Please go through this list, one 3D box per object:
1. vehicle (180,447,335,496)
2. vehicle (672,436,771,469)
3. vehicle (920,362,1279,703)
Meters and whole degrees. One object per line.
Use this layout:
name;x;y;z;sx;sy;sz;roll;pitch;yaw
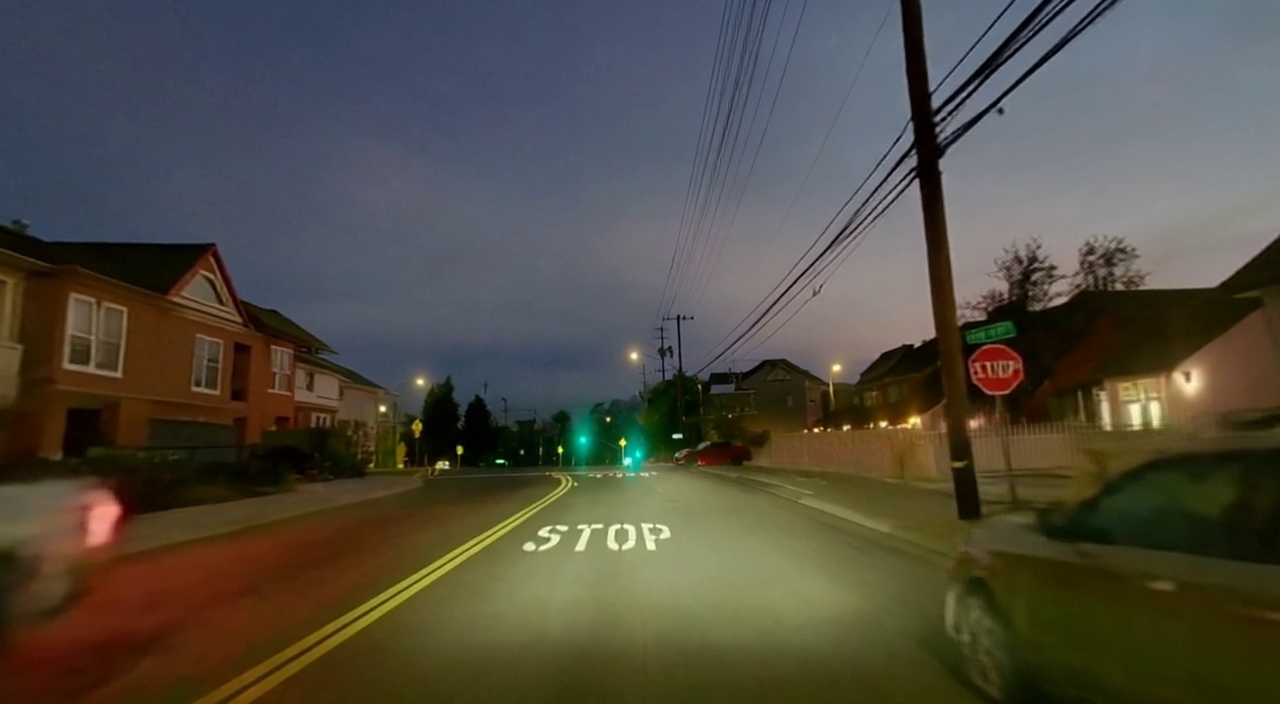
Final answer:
vehicle;-13.157;4.117;21.954;4.146;1.535;1.862;0;-8;-3
vehicle;4.965;6.198;38.773;5.578;1.842;2.300;3;-9;-12
vehicle;2.715;0.771;1.483;2.080;1.531;4.415;0;-8;0
